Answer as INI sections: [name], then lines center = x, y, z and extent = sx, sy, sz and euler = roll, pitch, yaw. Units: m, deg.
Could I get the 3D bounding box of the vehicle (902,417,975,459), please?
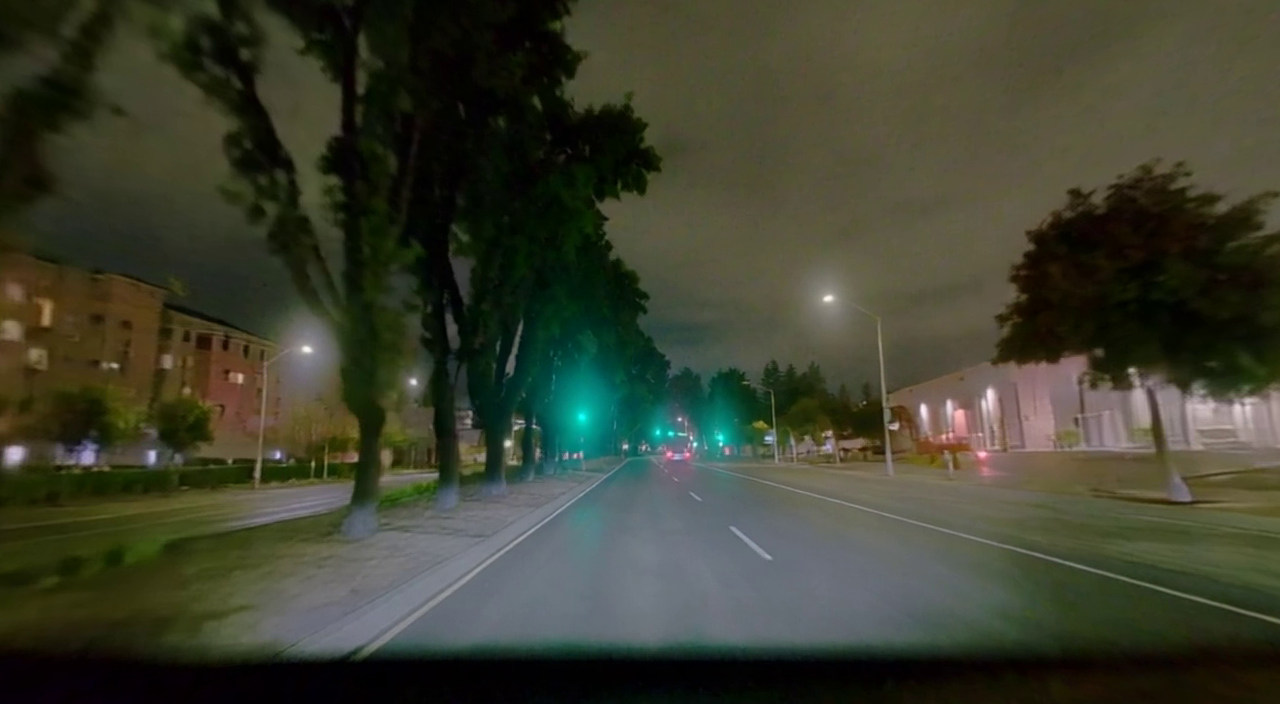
[vehicle]
center = 21.824, 6.355, 46.565
extent = 2.400, 2.851, 5.992
euler = 0, -8, 0
